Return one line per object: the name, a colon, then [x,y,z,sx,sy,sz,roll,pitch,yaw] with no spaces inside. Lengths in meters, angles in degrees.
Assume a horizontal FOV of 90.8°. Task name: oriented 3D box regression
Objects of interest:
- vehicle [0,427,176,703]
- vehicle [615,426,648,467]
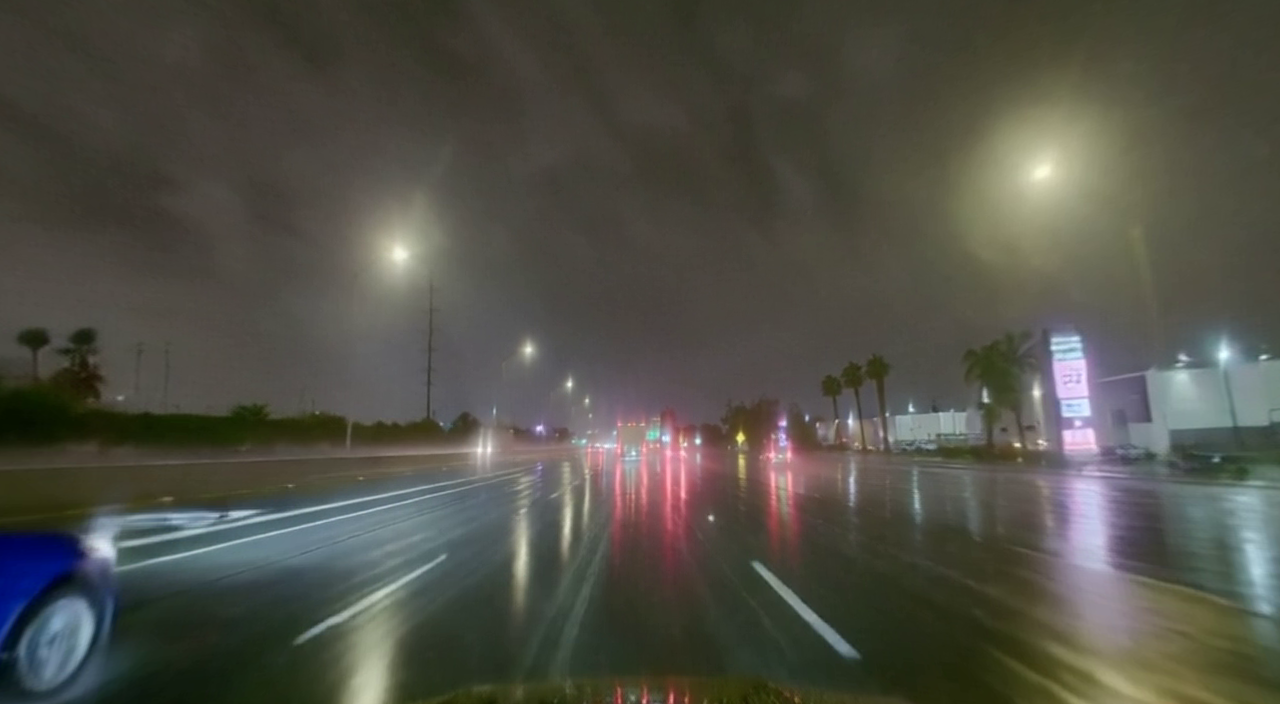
vehicle: [-3.966,0.907,1.778,2.097,1.447,4.291,0,-9,-1]
vehicle: [-0.746,7.296,48.906,2.364,2.953,6.495,0,-9,-2]
